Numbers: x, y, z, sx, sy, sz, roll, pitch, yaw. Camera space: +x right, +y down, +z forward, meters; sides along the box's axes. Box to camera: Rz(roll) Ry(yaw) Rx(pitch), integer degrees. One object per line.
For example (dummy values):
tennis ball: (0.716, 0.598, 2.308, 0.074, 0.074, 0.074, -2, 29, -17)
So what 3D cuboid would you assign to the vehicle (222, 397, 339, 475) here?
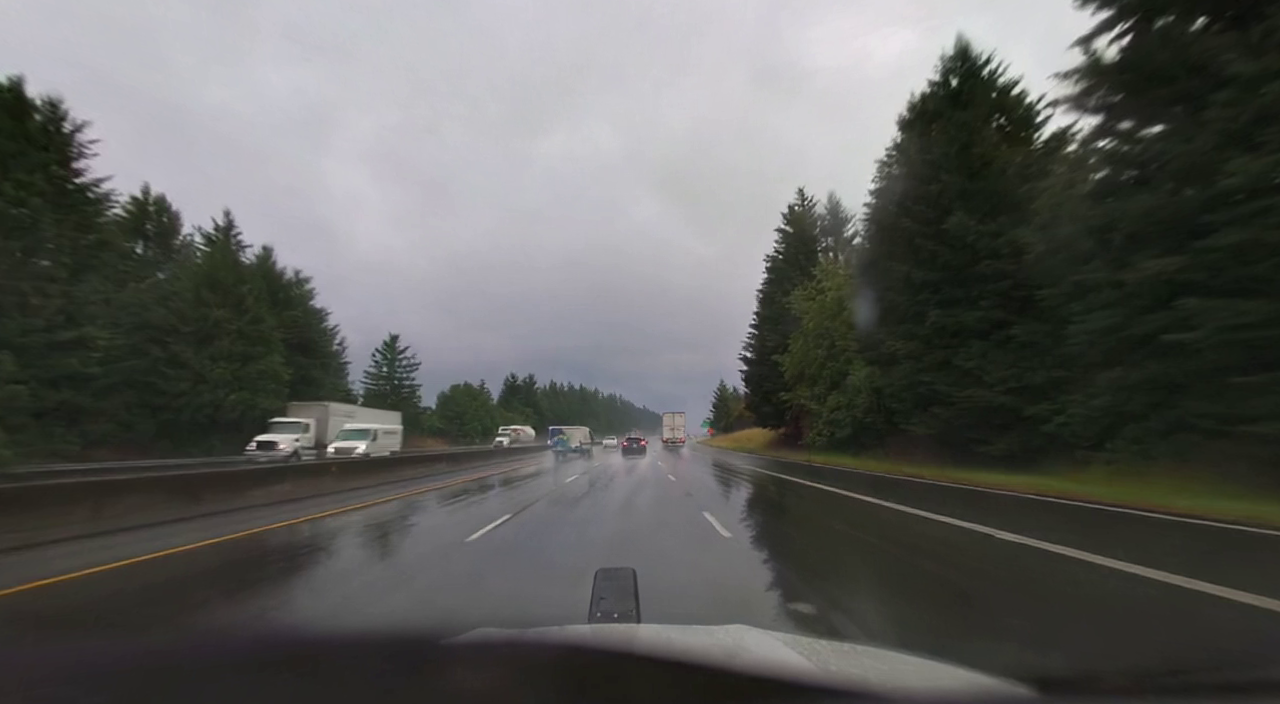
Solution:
vehicle: (-20.177, 4.805, 35.813, 2.986, 3.988, 5.912, -1, -8, 0)

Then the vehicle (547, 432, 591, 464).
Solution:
vehicle: (-4.145, 5.669, 37.258, 2.047, 1.757, 4.183, -1, -8, 1)

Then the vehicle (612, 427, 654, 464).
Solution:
vehicle: (-0.416, 5.281, 35.523, 2.211, 1.933, 4.315, 0, -8, -1)

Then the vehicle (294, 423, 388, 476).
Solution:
vehicle: (-16.191, 5.334, 34.581, 2.274, 2.595, 5.800, -1, -8, 0)
